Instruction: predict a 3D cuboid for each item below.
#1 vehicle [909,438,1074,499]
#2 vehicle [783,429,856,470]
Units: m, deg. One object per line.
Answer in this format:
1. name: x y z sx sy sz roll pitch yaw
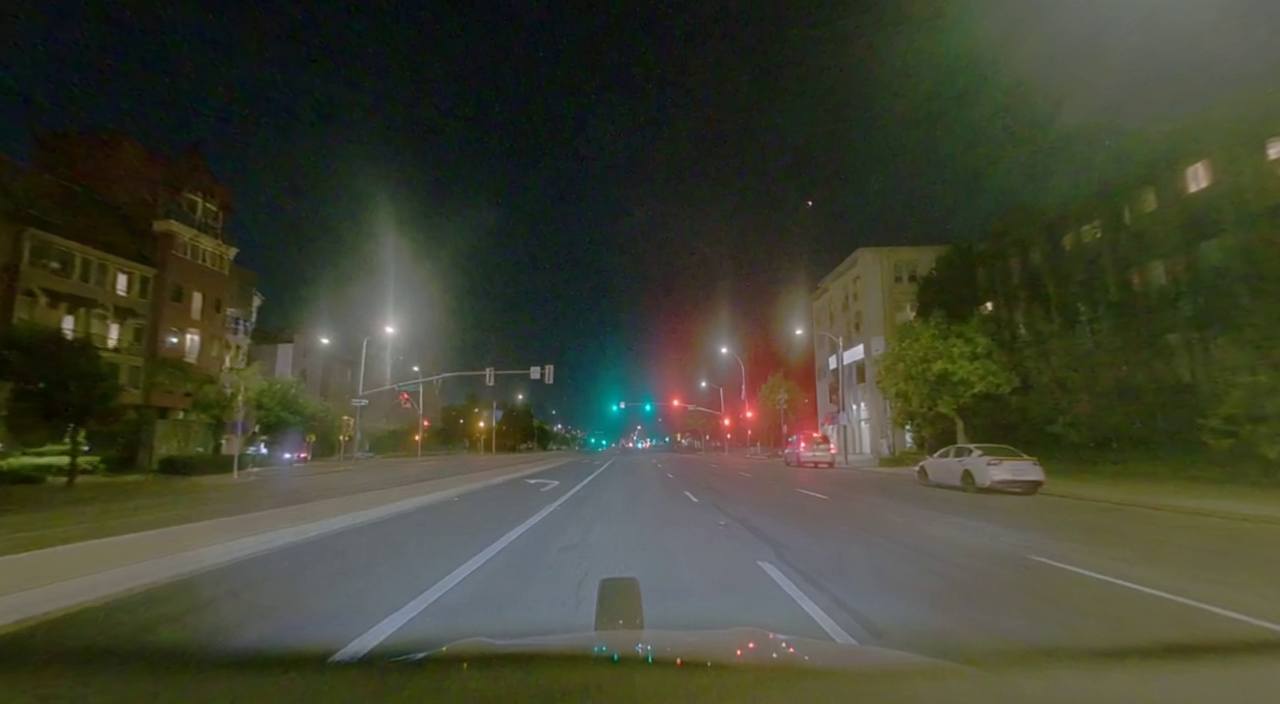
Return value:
1. vehicle: 9.671 3.220 17.931 1.945 1.478 4.653 0 -8 -1
2. vehicle: 10.009 5.509 35.917 2.273 2.103 5.788 0 -8 -2
